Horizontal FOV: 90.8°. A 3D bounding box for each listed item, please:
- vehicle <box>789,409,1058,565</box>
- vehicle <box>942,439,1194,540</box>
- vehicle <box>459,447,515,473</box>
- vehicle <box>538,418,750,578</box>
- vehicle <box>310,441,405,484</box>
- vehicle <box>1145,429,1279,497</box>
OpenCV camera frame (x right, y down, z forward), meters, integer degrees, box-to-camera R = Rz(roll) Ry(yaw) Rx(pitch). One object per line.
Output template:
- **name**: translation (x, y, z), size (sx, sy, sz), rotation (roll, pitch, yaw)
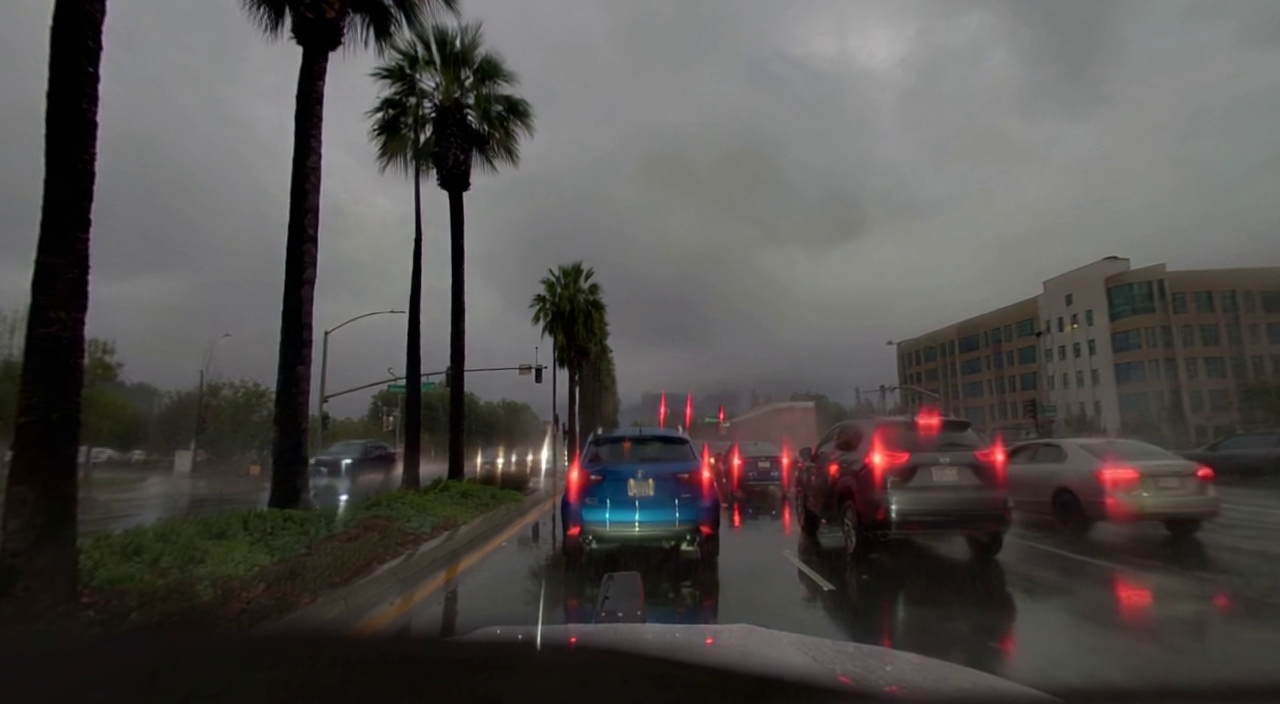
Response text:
- **vehicle**: translation (3.661, 1.827, 9.195), size (1.947, 1.725, 4.159), rotation (0, -9, 0)
- **vehicle**: translation (7.381, 2.368, 11.509), size (1.832, 1.477, 3.981), rotation (0, -9, 1)
- **vehicle**: translation (-9.185, 6.483, 38.295), size (2.168, 1.462, 4.505), rotation (0, -9, 1)
- **vehicle**: translation (0.032, 1.751, 8.323), size (2.083, 1.572, 4.021), rotation (0, -9, 0)
- **vehicle**: translation (-12.562, 4.930, 28.480), size (2.180, 1.776, 4.521), rotation (0, -9, 0)
- **vehicle**: translation (18.059, 3.217, 18.435), size (4.786, 1.848, 2.107), rotation (0, -9, -1)
